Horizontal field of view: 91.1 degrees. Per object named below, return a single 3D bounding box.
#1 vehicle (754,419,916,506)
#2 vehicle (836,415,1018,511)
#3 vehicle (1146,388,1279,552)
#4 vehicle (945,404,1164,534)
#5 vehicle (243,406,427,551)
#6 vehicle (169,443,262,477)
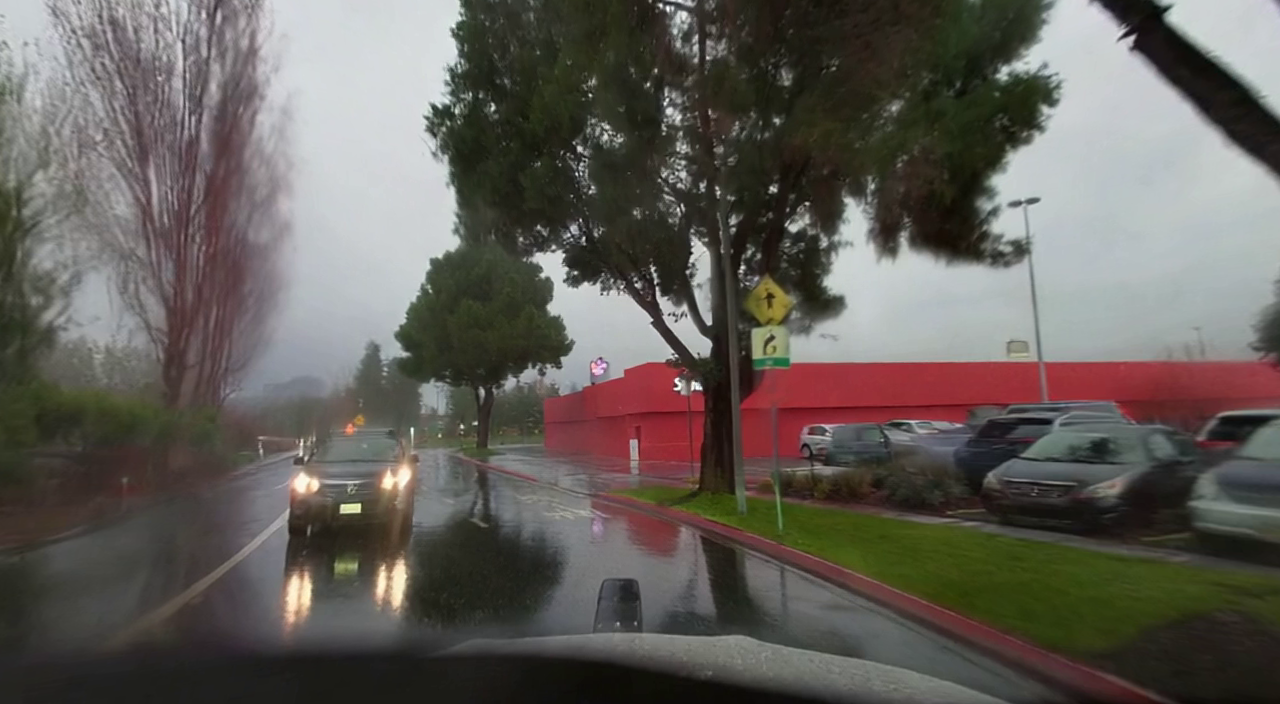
[{"bbox_3d":[4.376,2.348,13.849,1.935,1.441,3.556,-9,-8,42],"label":"vehicle"},{"bbox_3d":[5.394,1.973,11.645,1.925,1.455,3.577,-7,-11,43],"label":"vehicle"},{"bbox_3d":[7.139,1.239,7.021,1.941,1.446,4.093,-7,-10,42],"label":"vehicle"},{"bbox_3d":[6.043,1.575,9.022,1.911,1.440,3.543,-7,-11,43],"label":"vehicle"},{"bbox_3d":[-4.577,1.868,10.092,2.065,1.773,4.128,3,-8,-19],"label":"vehicle"},{"bbox_3d":[-19.931,5.046,29.688,1.802,1.482,3.661,0,-8,0],"label":"vehicle"}]
